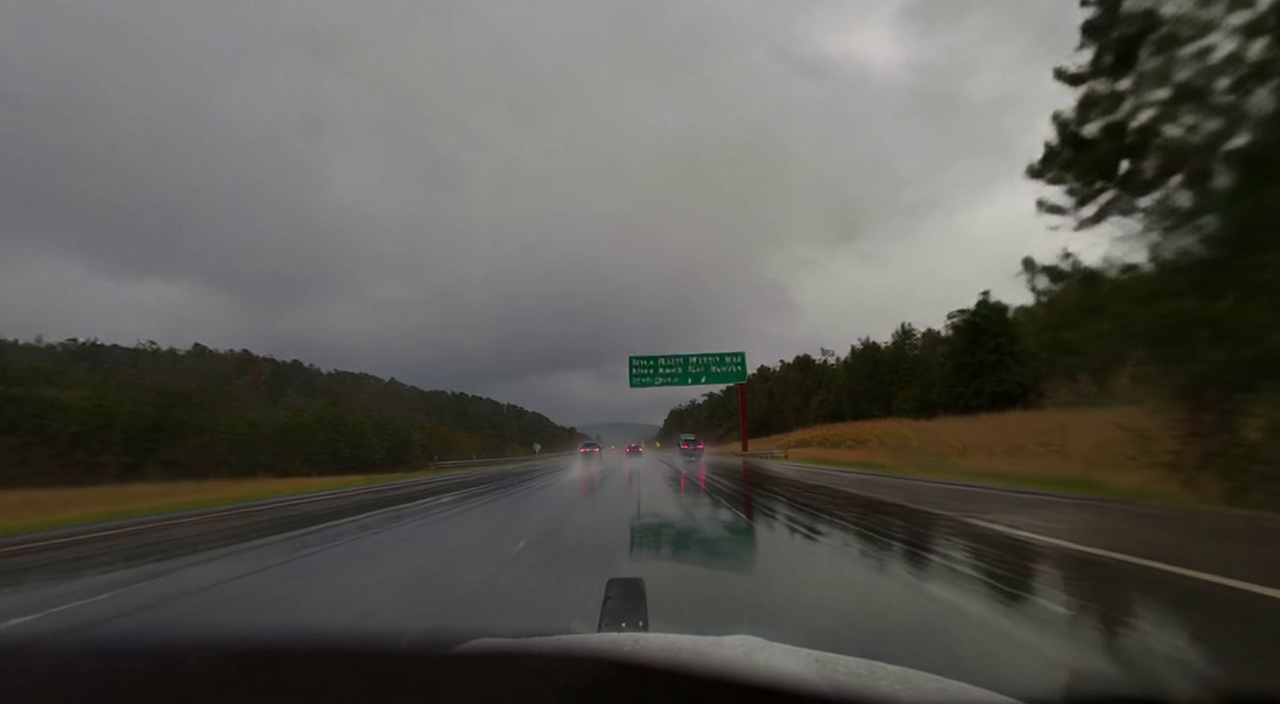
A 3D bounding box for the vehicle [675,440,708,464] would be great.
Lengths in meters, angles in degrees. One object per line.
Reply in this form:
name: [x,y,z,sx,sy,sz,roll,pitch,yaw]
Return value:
vehicle: [3.876,7.559,47.717,1.995,1.712,4.206,0,-8,-2]
